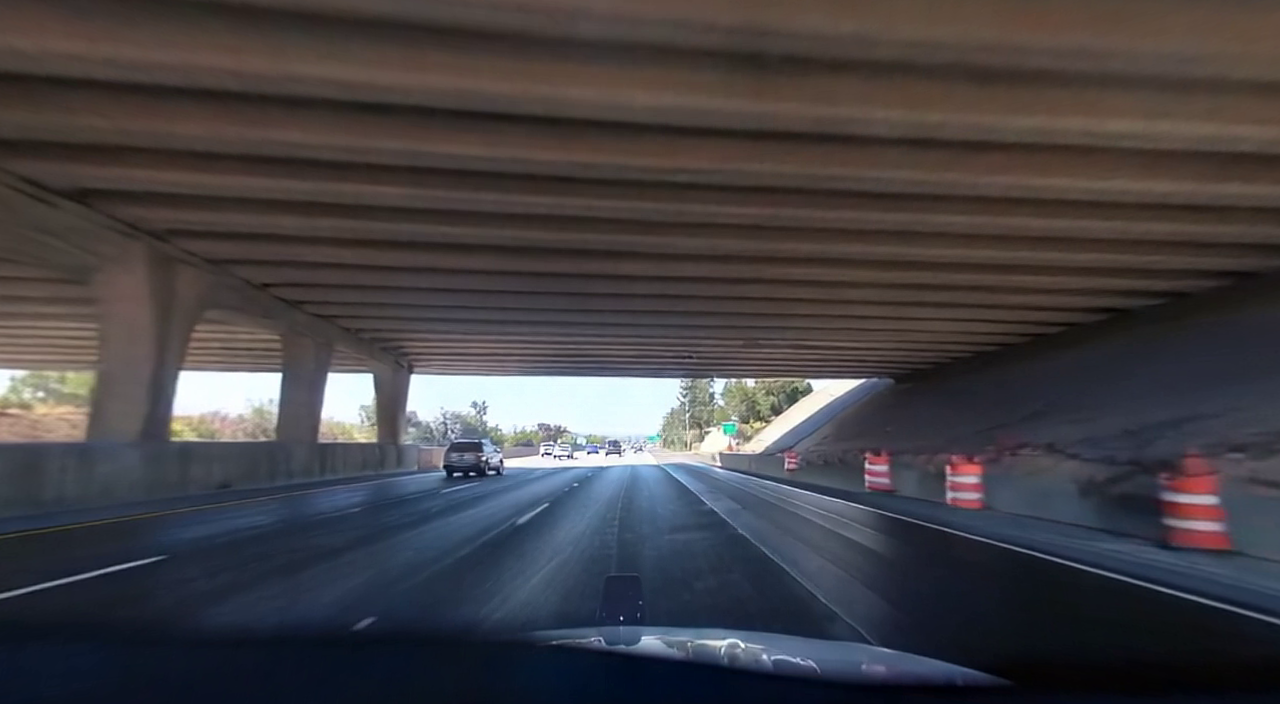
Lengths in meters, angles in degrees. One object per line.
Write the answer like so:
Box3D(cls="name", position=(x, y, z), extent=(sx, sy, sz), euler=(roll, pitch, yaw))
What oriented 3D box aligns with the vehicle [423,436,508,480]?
Box3D(cls="vehicle", position=(-7.399, 4.541, 27.352), extent=(2.169, 1.701, 5.113), euler=(0, -8, 0))
